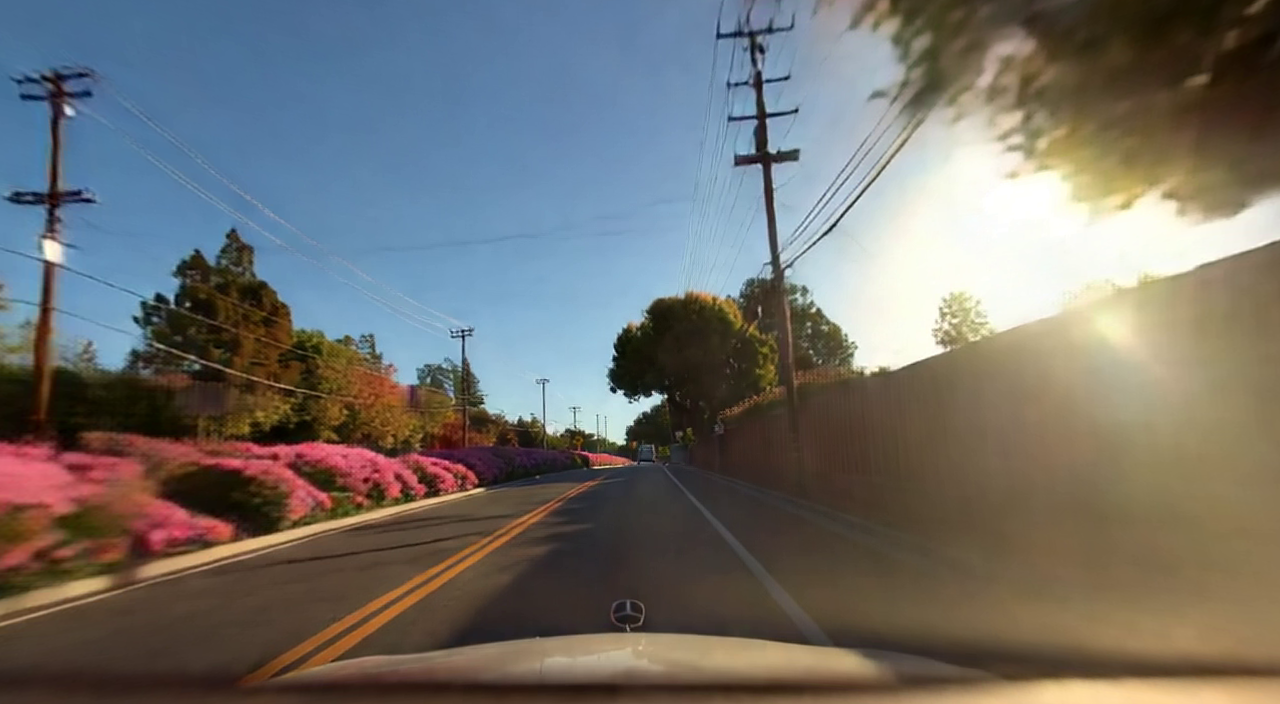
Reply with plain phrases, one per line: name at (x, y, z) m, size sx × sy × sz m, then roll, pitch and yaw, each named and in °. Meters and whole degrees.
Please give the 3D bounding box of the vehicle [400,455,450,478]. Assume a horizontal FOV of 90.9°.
vehicle at (-14.968, 7.999, 44.181) m, size 1.839 × 1.447 × 4.585 m, roll -1°, pitch -8°, yaw 1°
